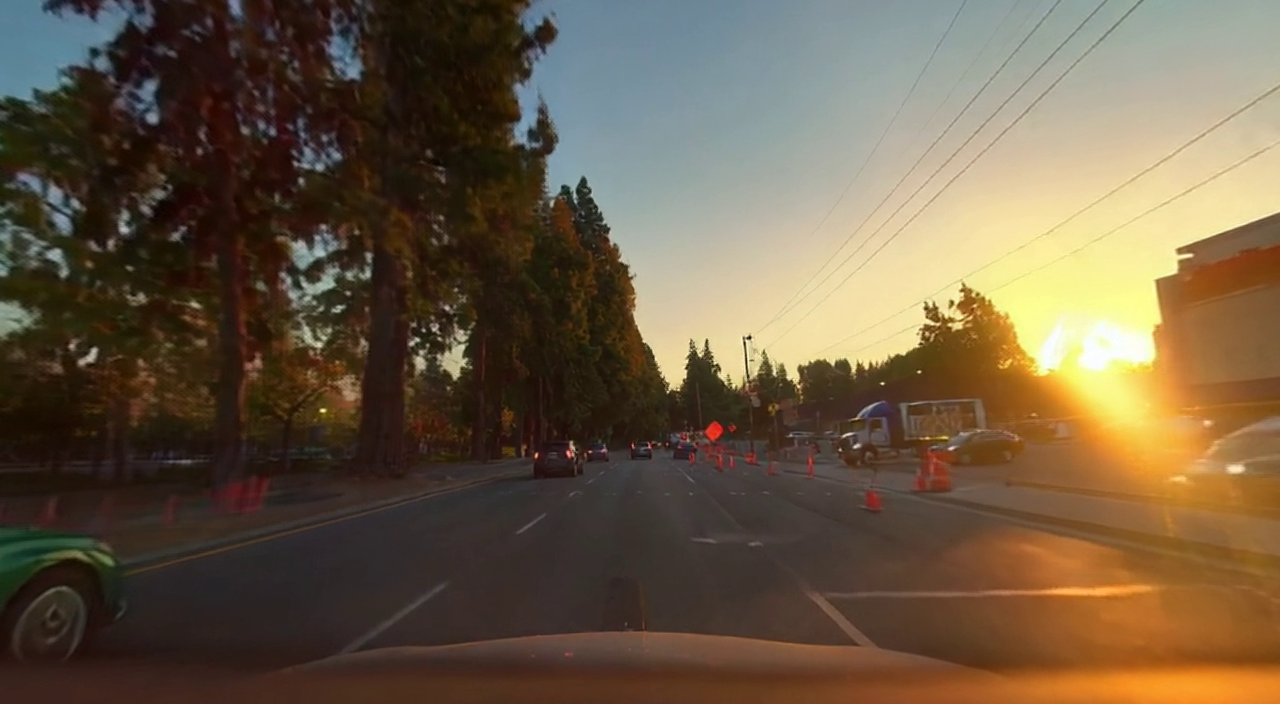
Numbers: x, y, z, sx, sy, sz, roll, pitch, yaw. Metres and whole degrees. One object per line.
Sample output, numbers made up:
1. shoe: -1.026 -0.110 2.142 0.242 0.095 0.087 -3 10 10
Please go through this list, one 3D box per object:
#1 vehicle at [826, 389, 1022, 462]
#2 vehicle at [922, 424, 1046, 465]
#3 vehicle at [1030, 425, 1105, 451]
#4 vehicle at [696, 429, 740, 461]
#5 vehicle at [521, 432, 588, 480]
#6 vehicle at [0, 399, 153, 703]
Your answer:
1. vehicle: 15.002 3.958 33.779 8.949 3.673 3.044 0 -8 -2
2. vehicle: 15.752 4.274 29.100 1.874 1.694 4.535 7 -11 -38
3. vehicle: 29.281 5.933 43.380 1.865 1.679 4.654 0 -8 0
4. vehicle: 5.759 7.011 47.654 2.653 2.231 6.793 0 -8 1
5. vehicle: -3.200 3.996 24.400 2.038 1.682 4.399 0 -8 -1
6. vehicle: -4.045 0.856 2.060 1.856 1.540 3.733 0 -8 1
